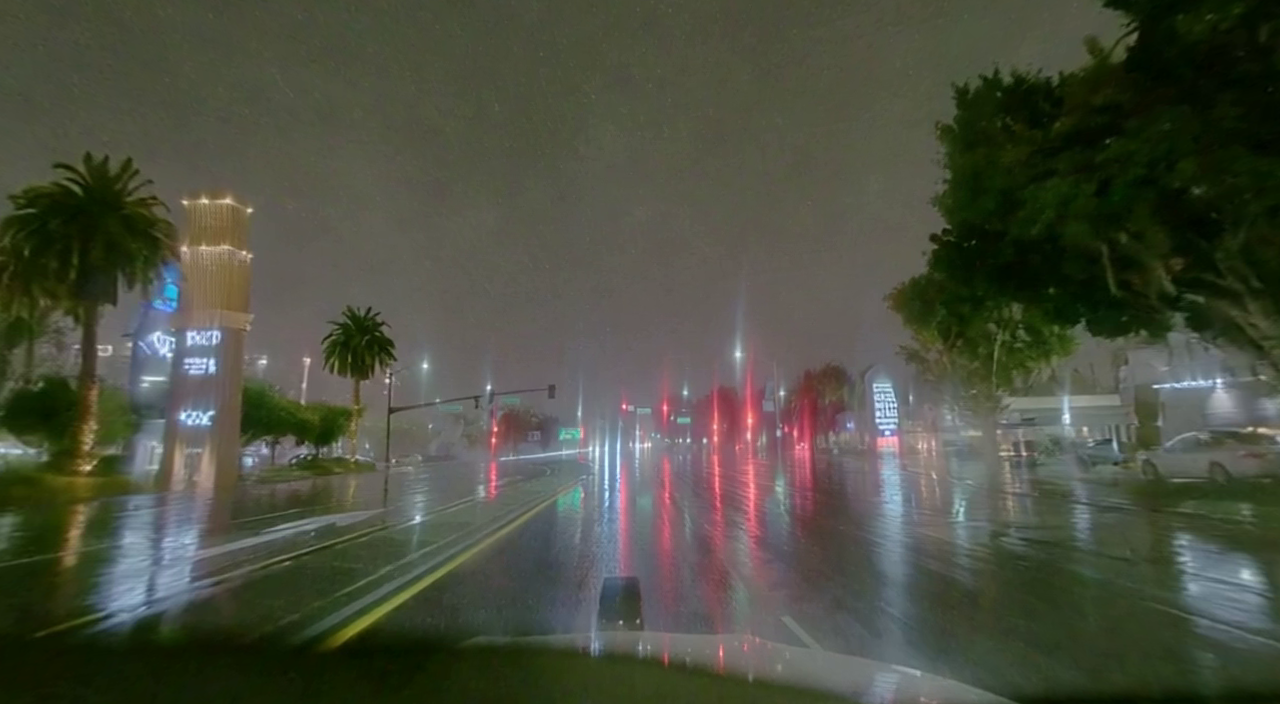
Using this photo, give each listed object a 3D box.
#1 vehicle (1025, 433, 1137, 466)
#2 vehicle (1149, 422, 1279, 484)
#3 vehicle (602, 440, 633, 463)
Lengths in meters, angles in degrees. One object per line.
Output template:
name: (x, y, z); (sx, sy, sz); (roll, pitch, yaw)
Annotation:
vehicle: (25.514, 5.639, 36.643); (4.918, 1.814, 2.014); (0, -9, 0)
vehicle: (20.184, 3.304, 20.836); (5.001, 1.916, 2.106); (0, -9, -4)
vehicle: (-1.734, 7.471, 47.513); (1.990, 1.639, 3.885); (1, -9, -6)
